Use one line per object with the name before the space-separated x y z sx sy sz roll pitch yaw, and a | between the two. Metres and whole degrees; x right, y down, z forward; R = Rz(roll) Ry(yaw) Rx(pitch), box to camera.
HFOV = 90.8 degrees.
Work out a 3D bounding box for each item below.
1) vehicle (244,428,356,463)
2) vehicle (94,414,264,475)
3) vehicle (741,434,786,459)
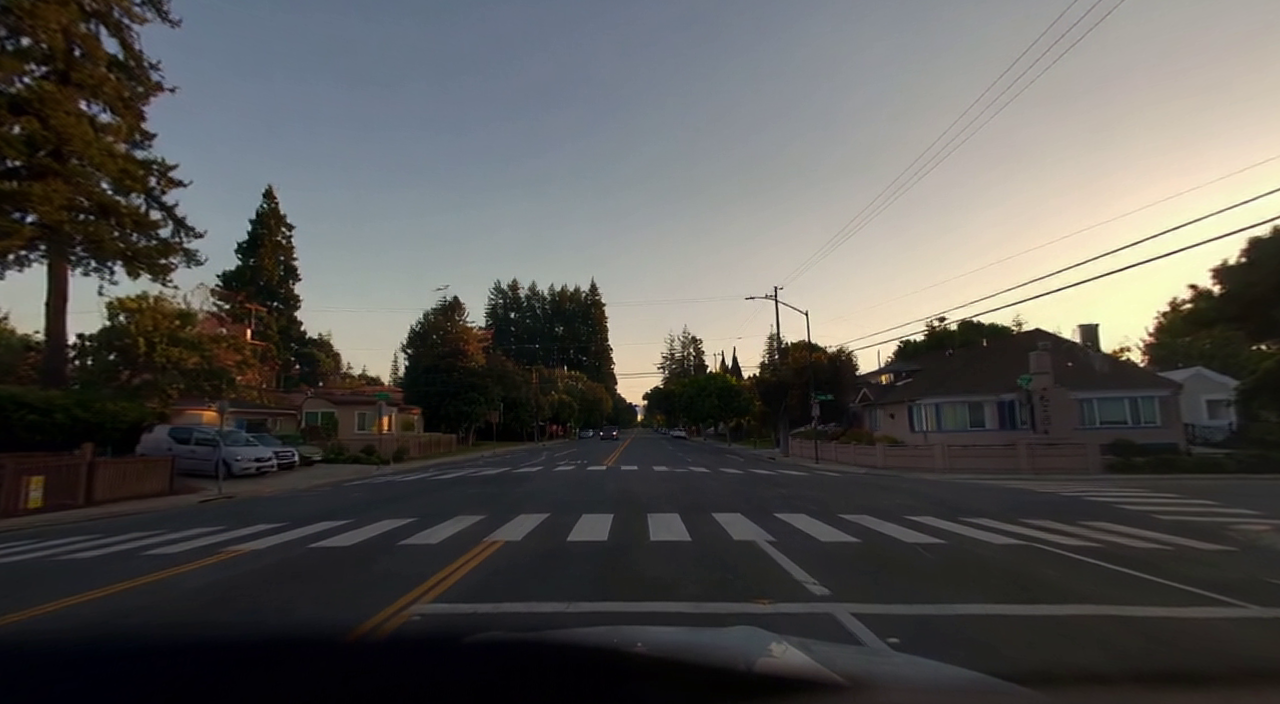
vehicle | -17.961 4.950 33.496 4.743 1.734 1.994 0 -9 0
vehicle | -17.939 3.622 24.814 4.800 2.259 2.303 0 -9 0
vehicle | 7.996 6.167 41.273 2.029 1.554 4.705 0 -9 1
